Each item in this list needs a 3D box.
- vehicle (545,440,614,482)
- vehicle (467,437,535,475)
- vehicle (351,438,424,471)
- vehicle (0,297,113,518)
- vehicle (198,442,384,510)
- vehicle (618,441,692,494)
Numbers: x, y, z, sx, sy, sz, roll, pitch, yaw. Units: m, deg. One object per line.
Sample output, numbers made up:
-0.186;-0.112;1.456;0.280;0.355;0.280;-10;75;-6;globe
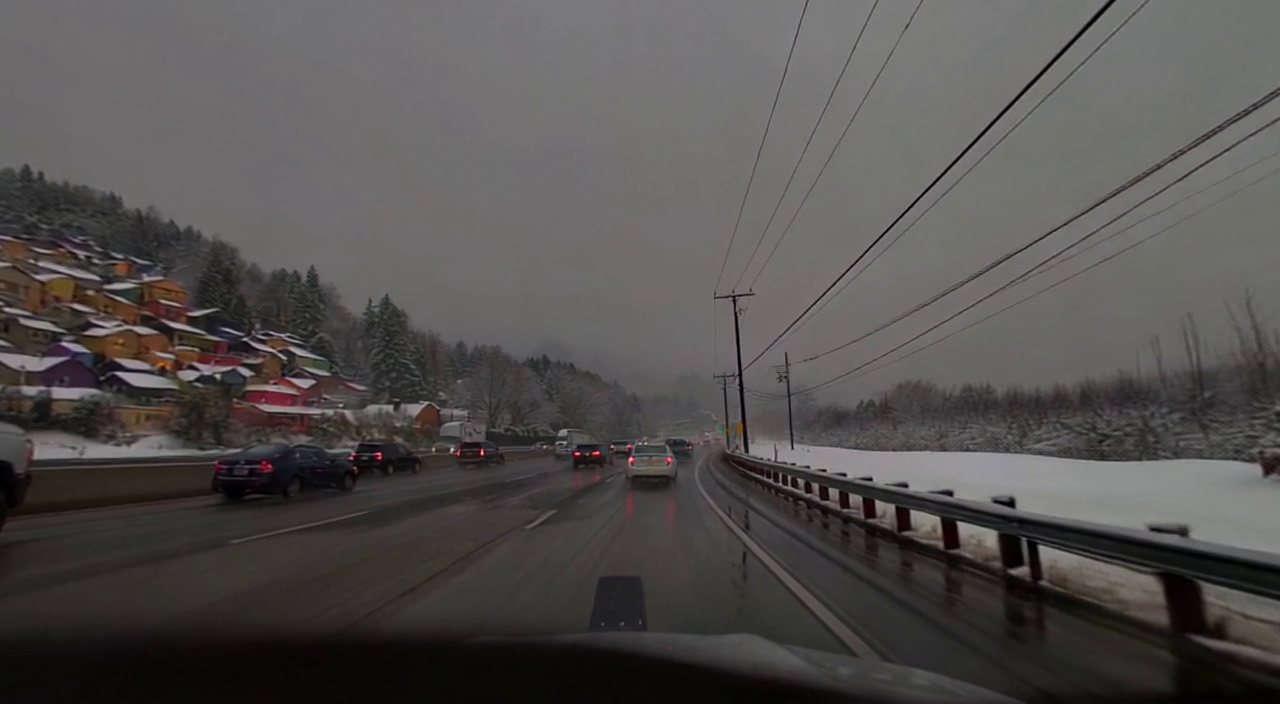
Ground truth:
-2.465;4.597;26.982;2.121;1.639;4.383;-1;-8;5;vehicle
-7.160;5.388;32.988;2.080;1.833;4.461;-1;-8;6;vehicle
-14.668;5.999;36.979;2.020;1.790;4.563;-1;-8;5;vehicle
-13.609;0.531;8.235;3.161;4.024;11.136;-1;-8;4;vehicle
-8.663;3.072;16.237;1.959;1.469;4.450;-1;-8;5;vehicle
0.552;3.570;19.904;2.109;1.495;3.935;-1;-8;4;vehicle
